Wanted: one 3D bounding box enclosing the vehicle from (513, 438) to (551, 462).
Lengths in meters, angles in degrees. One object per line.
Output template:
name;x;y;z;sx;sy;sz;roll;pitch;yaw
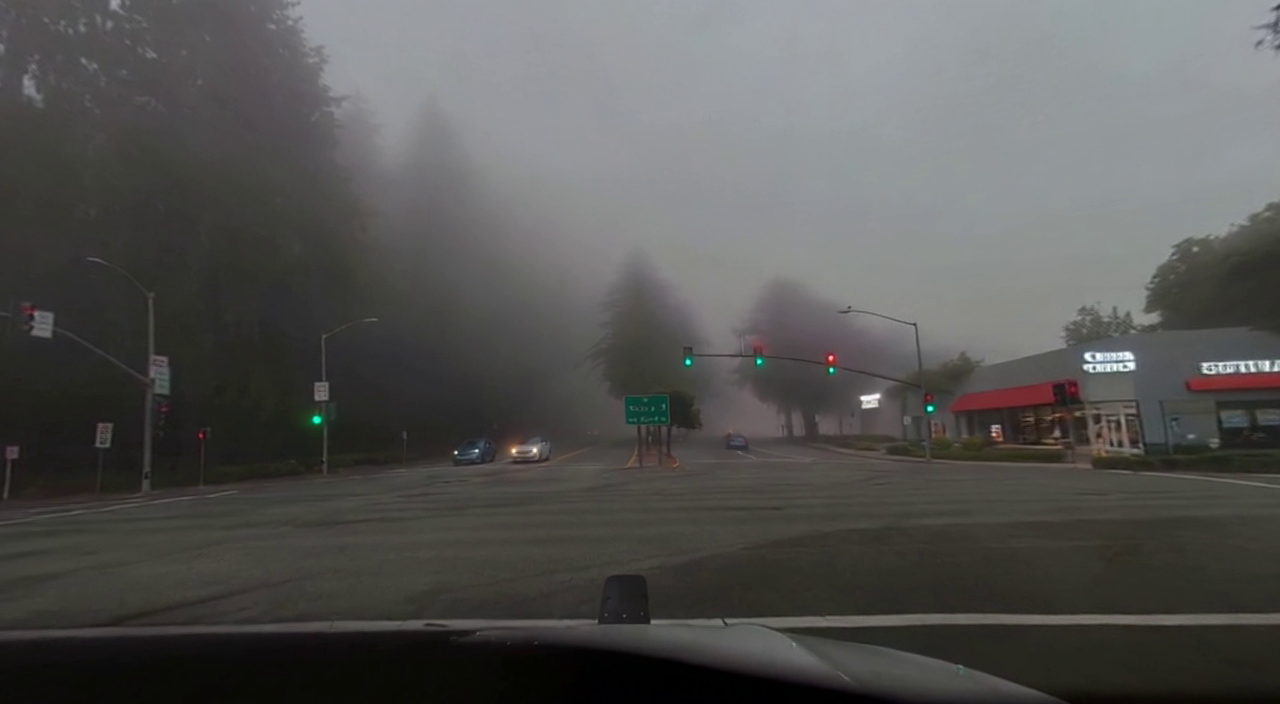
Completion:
vehicle;-7.307;6.714;43.182;1.920;1.546;4.086;0;-9;-1

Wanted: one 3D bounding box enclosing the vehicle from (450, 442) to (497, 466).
vehicle;-11.024;6.783;42.098;2.111;1.499;4.371;0;-9;-2
